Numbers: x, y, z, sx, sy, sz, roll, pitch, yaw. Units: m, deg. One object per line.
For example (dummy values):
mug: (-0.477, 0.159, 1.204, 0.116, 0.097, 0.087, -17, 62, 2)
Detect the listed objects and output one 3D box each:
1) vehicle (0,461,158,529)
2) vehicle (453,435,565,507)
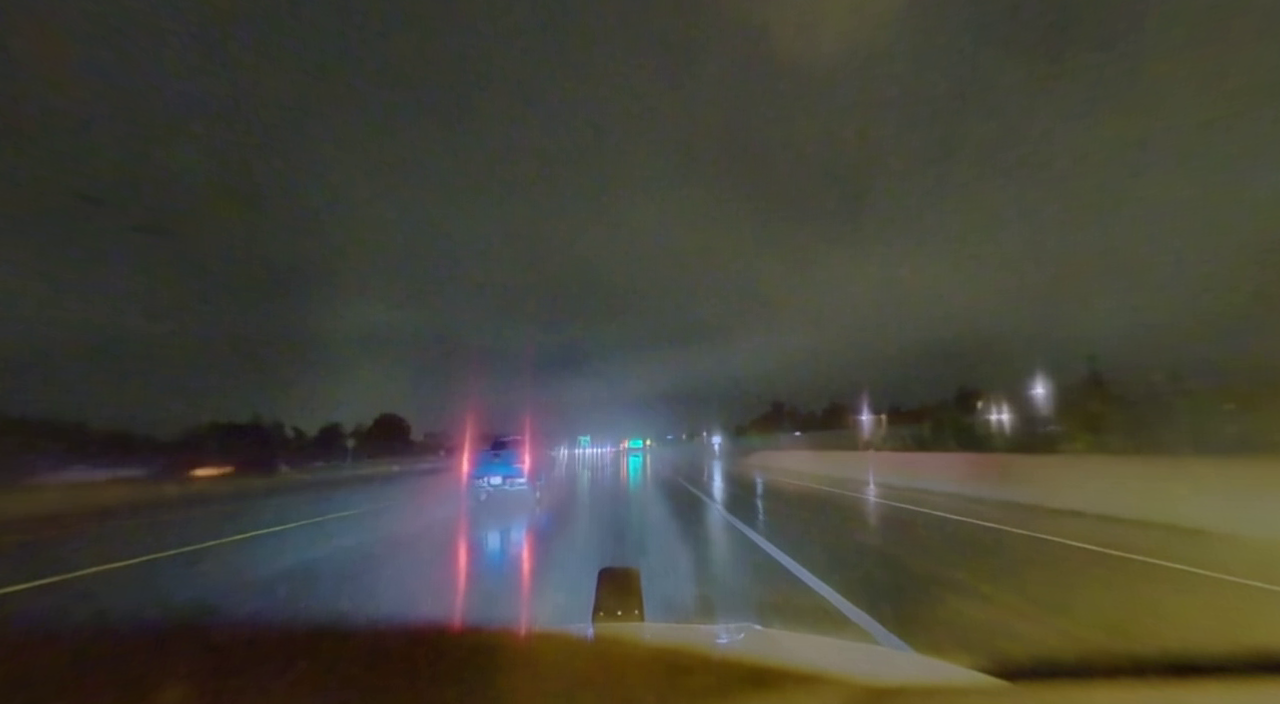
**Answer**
vehicle: (-15.859, 3.784, 17.135, 1.827, 1.466, 4.553, 0, -9, -1)
vehicle: (-3.440, 3.236, 17.523, 2.152, 1.717, 4.423, -1, -9, 0)
